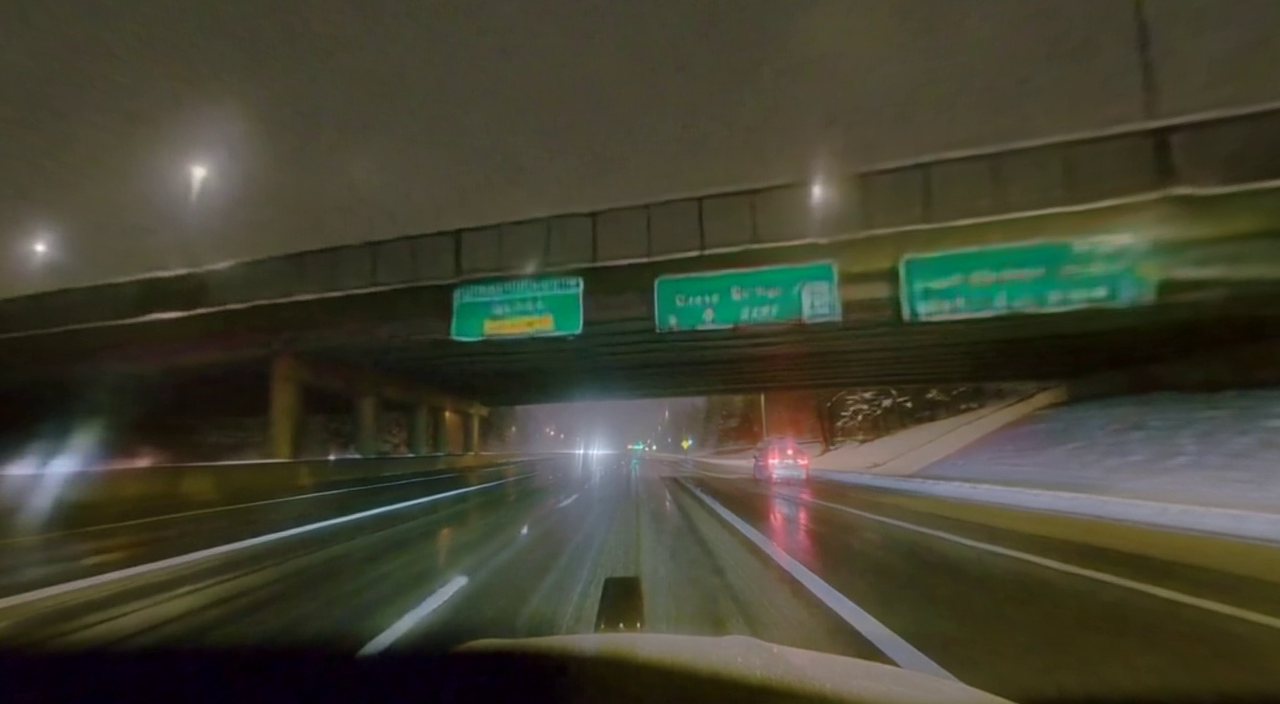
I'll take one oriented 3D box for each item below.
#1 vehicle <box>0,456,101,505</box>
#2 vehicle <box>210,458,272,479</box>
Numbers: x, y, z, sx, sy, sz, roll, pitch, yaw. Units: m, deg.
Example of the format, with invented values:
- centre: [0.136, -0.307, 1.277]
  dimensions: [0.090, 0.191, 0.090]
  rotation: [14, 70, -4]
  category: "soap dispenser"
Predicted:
- centre: [-21.583, 4.366, 21.637]
  dimensions: [1.877, 1.533, 4.700]
  rotation: [0, -9, 1]
  category: "vehicle"
- centre: [-31.076, 9.061, 49.155]
  dimensions: [1.908, 1.519, 4.564]
  rotation: [0, -9, -1]
  category: "vehicle"
